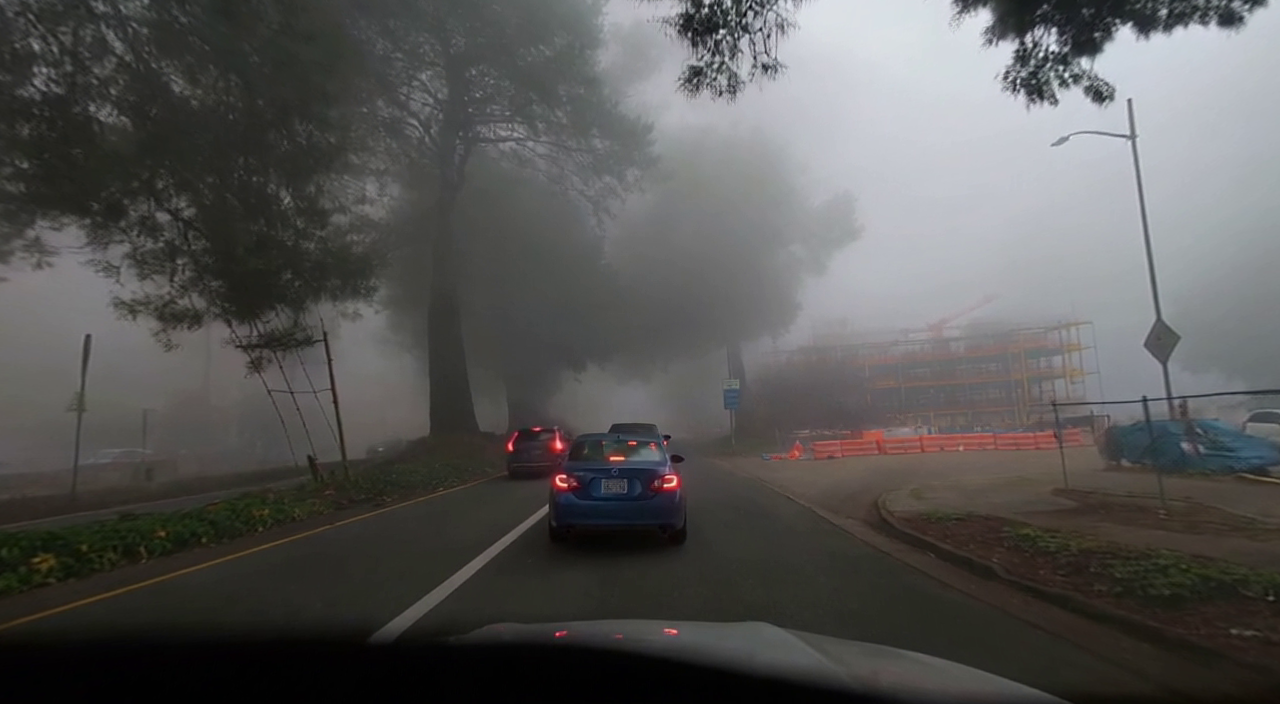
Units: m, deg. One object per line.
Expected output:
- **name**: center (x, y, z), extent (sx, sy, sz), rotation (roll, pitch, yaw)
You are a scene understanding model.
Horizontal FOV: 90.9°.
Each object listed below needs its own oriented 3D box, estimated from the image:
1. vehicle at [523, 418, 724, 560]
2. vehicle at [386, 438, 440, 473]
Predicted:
- **vehicle**: center (-0.183, 1.750, 8.736), extent (2.112, 1.482, 4.076), rotation (0, -8, 0)
- **vehicle**: center (-10.458, 4.690, 28.843), extent (2.072, 1.465, 4.394), rotation (3, -9, -22)
